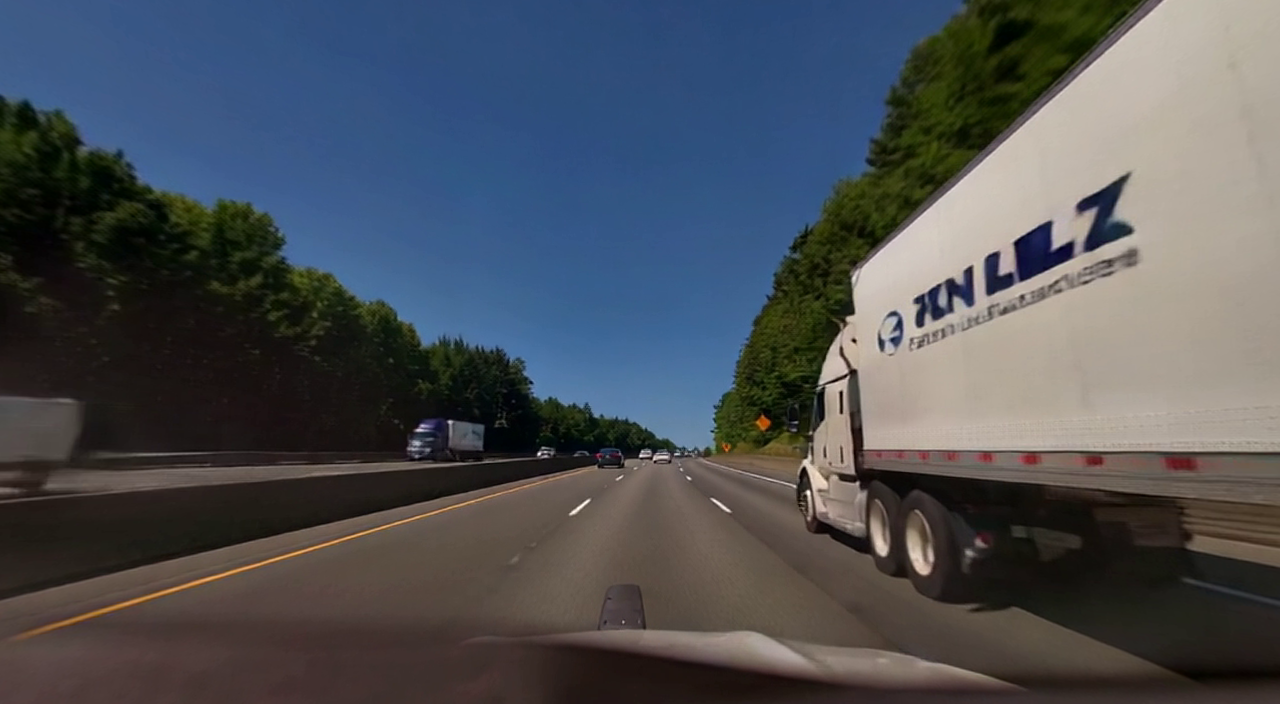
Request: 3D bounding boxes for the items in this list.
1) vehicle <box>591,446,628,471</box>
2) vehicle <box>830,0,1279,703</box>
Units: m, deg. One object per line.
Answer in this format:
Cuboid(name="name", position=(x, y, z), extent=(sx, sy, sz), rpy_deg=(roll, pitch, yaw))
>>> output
Cuboid(name="vehicle", position=(-2.109, 7.647, 45.351), extent=(2.205, 1.728, 4.397), rpy_deg=(-1, -9, 3))
Cuboid(name="vehicle", position=(4.058, -0.496, 0.992), extent=(3.057, 3.993, 13.914), rpy_deg=(0, -9, -1))
